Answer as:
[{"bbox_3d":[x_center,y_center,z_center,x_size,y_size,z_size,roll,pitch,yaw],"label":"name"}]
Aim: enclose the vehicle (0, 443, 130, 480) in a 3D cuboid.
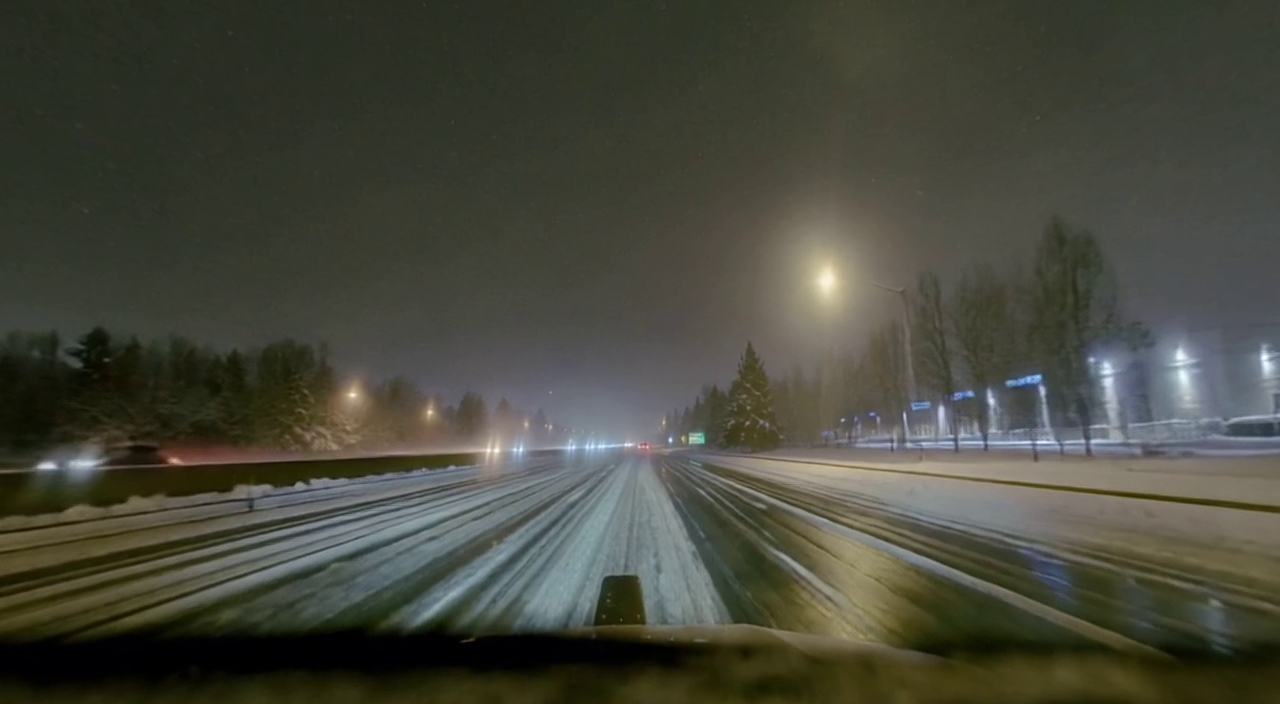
[{"bbox_3d":[-25.555,4.800,27.919,1.872,1.508,4.652,0,-9,1],"label":"vehicle"}]
